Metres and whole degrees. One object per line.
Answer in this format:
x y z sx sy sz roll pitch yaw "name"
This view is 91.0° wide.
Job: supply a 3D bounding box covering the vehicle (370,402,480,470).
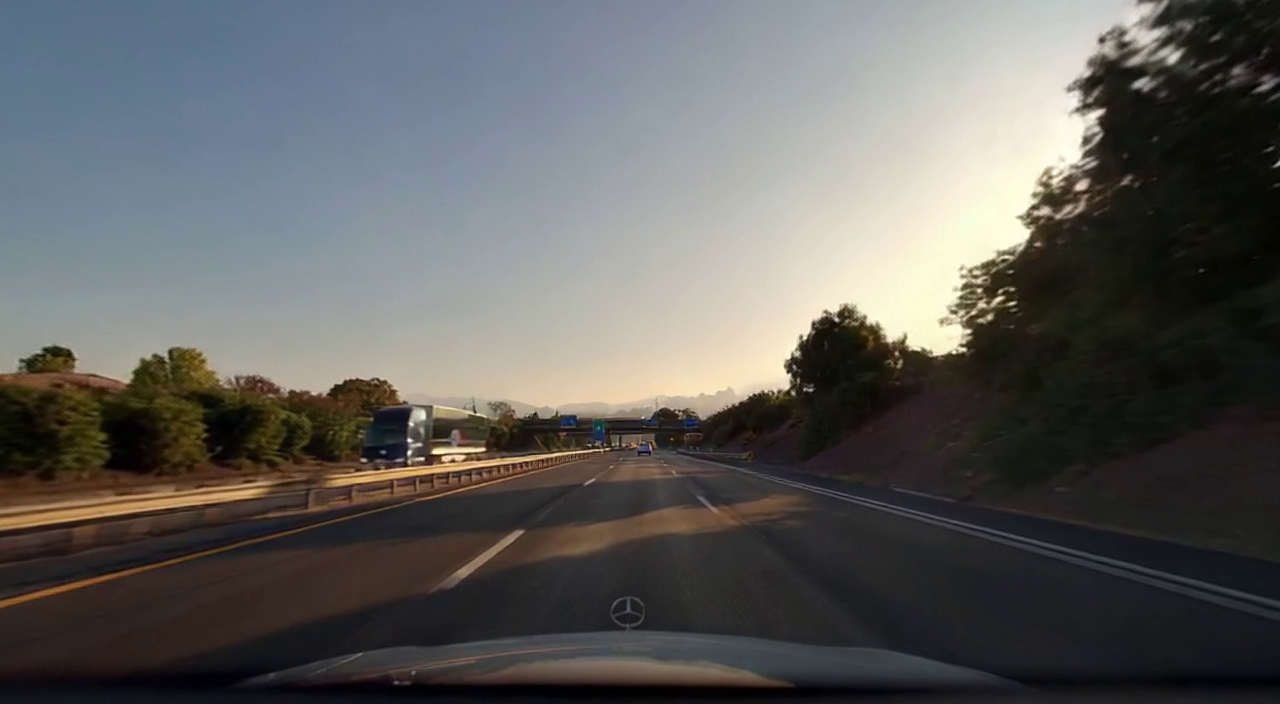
-14.851 6.122 45.360 2.953 4.112 14.059 0 -8 0 "vehicle"
